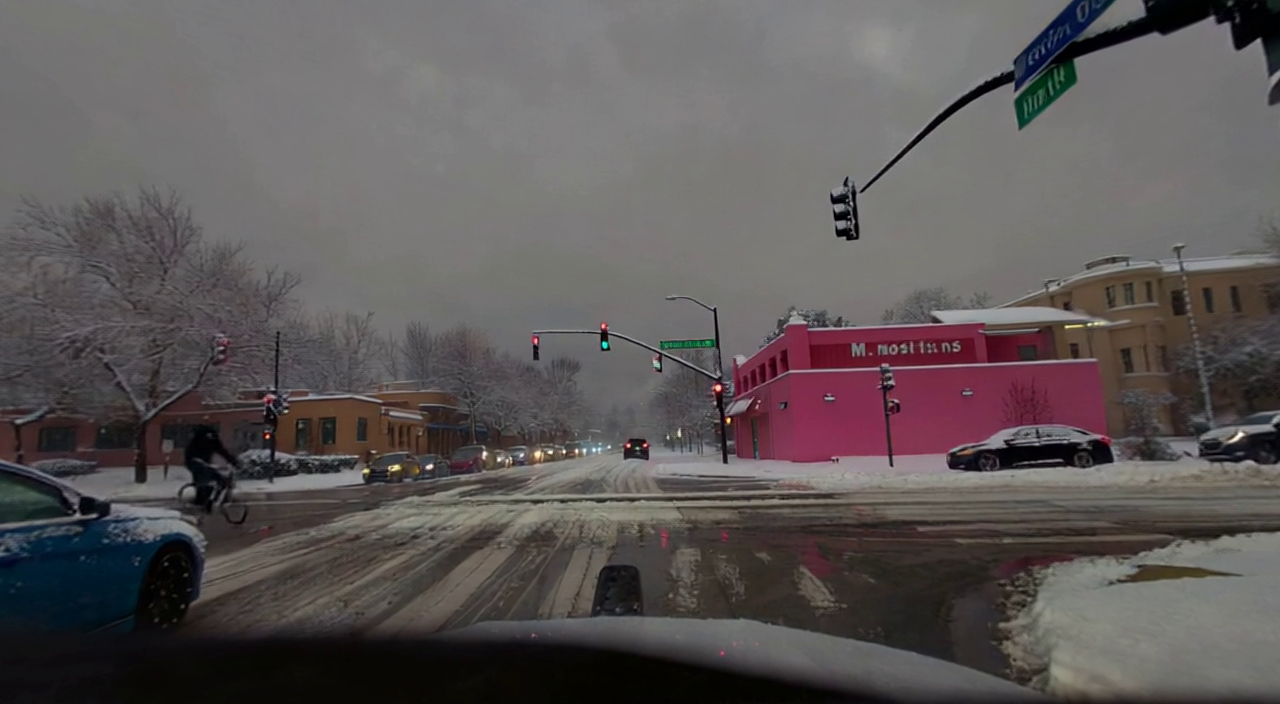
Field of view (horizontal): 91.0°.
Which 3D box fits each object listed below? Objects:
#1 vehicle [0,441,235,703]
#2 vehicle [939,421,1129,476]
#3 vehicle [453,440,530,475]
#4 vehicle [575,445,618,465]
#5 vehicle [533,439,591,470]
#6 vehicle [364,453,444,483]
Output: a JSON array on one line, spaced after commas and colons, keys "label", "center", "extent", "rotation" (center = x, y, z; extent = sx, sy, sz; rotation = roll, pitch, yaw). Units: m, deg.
[{"label": "vehicle", "center": [-3.691, 0.968, 2.156], "extent": [1.759, 1.325, 4.295], "rotation": [0, -9, 0]}, {"label": "vehicle", "center": [11.581, 2.877, 18.792], "extent": [4.355, 1.546, 1.820], "rotation": [-1, -9, 6]}, {"label": "vehicle", "center": [-8.373, 5.974, 36.045], "extent": [2.152, 1.825, 5.406], "rotation": [-2, -9, 12]}, {"label": "vehicle", "center": [-2.987, 7.185, 44.132], "extent": [1.743, 1.362, 4.350], "rotation": [-2, -9, 14]}, {"label": "vehicle", "center": [-4.479, 5.976, 36.867], "extent": [1.928, 1.647, 4.575], "rotation": [-2, -9, 13]}, {"label": "vehicle", "center": [-12.561, 6.168, 33.875], "extent": [1.976, 1.425, 4.567], "rotation": [-1, -9, 9]}]
